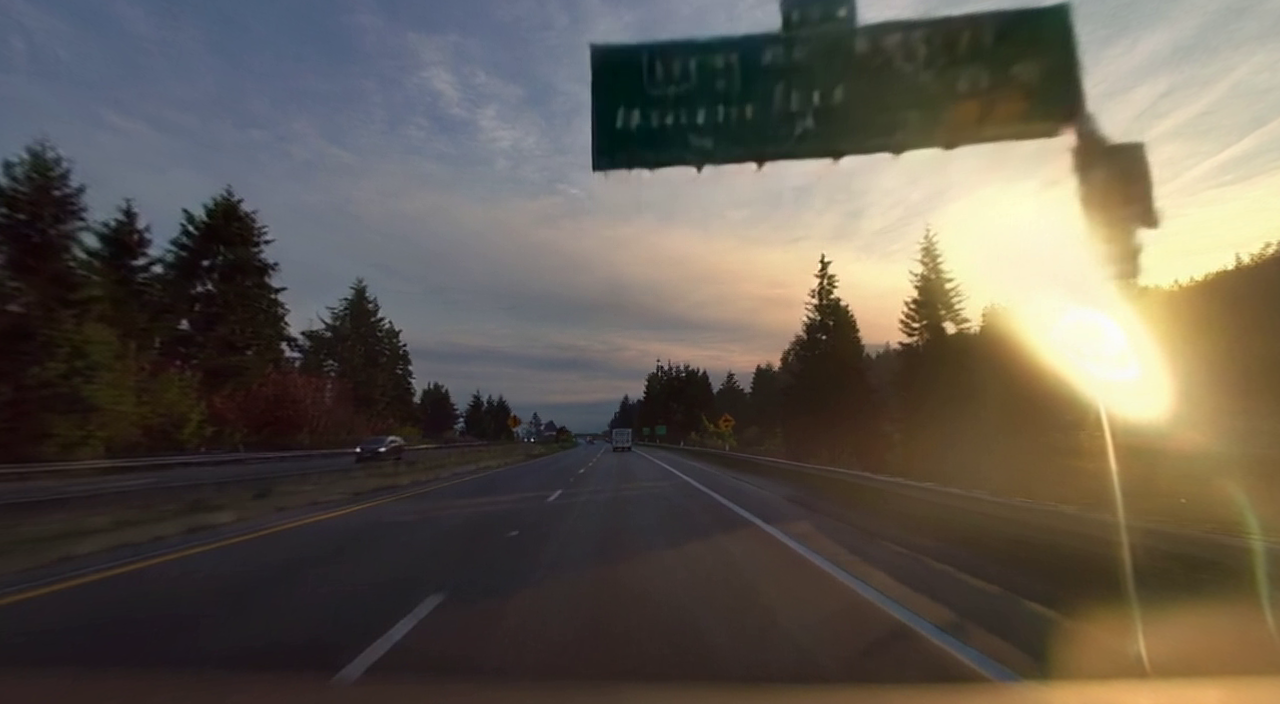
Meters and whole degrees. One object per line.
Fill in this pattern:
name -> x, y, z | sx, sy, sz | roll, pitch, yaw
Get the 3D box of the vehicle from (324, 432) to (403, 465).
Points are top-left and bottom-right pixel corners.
vehicle -> -13.392, 4.666, 30.819 | 1.950, 1.490, 4.441 | 0, -8, -2
